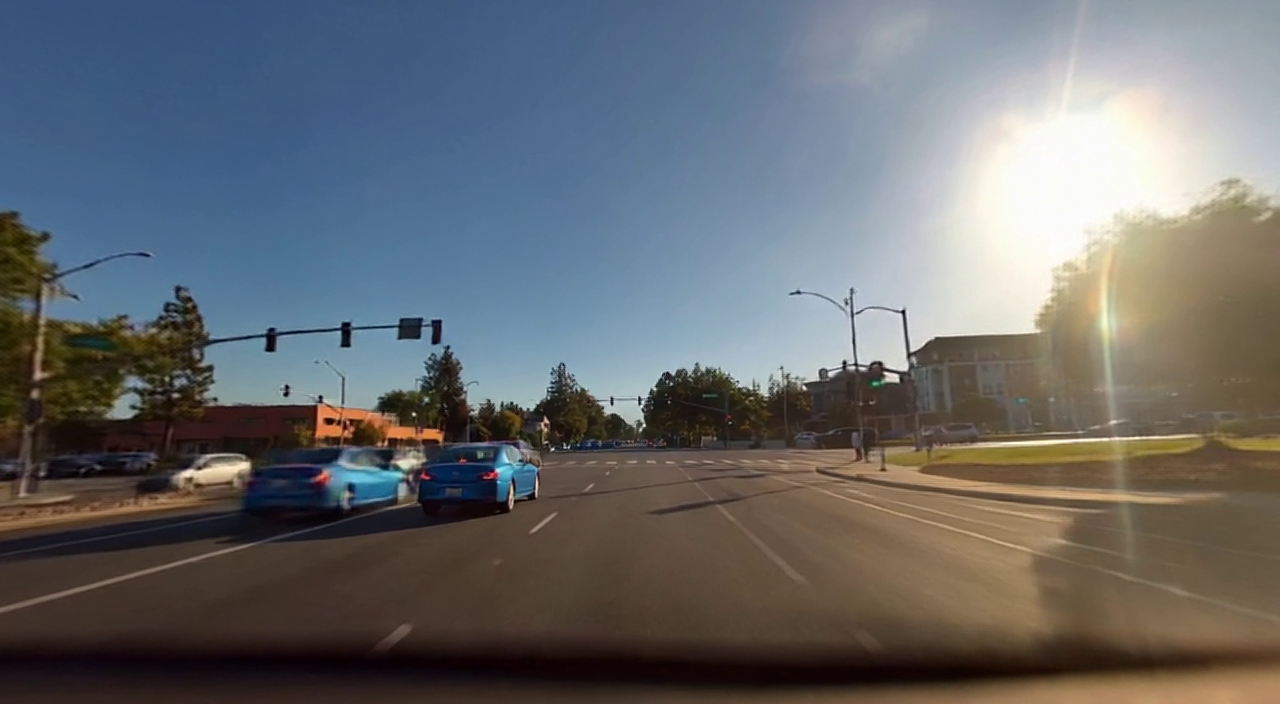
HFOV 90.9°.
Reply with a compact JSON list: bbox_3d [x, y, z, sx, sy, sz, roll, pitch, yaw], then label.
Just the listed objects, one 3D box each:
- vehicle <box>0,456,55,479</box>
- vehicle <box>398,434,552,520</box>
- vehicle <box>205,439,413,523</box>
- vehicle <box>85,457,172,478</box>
[{"bbox_3d":[-47.473,8.741,47.850,4.329,1.668,1.799,-1,-9,2],"label":"vehicle"},{"bbox_3d":[-3.193,2.524,13.243,1.924,1.480,4.421,0,-9,2],"label":"vehicle"},{"bbox_3d":[-6.700,2.640,13.493,2.006,1.461,4.476,0,-9,0],"label":"vehicle"},{"bbox_3d":[-34.406,7.765,42.403,4.759,1.347,2.058,-3,-9,15],"label":"vehicle"}]
